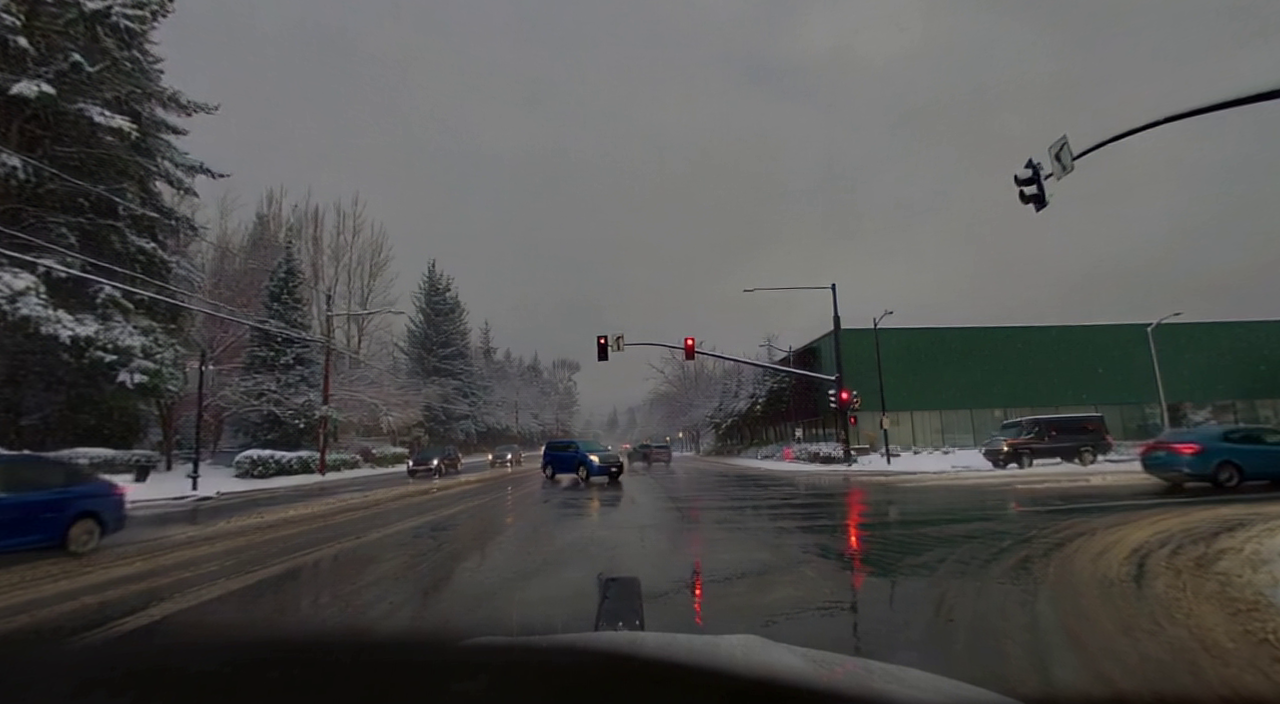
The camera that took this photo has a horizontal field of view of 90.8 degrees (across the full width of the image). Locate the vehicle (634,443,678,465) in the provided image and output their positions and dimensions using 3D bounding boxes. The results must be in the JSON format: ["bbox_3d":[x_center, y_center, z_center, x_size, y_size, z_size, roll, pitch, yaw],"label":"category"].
[{"bbox_3d":[1.013,7.074,44.105,1.919,1.453,4.828,2,-9,-13],"label":"vehicle"}]

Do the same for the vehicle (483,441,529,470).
[{"bbox_3d":[-8.611,6.693,41.081,2.087,1.718,4.700,0,-9,-2],"label":"vehicle"}]

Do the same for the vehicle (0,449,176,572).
[{"bbox_3d":[-8.701,2.000,8.174,2.024,1.460,4.381,0,-9,0],"label":"vehicle"}]

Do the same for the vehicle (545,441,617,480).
[{"bbox_3d":[-2.564,4.476,26.391,1.935,1.464,4.562,3,-9,-19],"label":"vehicle"}]

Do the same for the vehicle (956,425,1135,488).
[{"bbox_3d":[14.819,3.784,23.129,5.910,2.046,2.228,3,-9,-20],"label":"vehicle"}]

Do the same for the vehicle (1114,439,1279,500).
[{"bbox_3d":[14.669,2.893,15.730,4.228,1.416,1.846,0,-9,-1],"label":"vehicle"}]

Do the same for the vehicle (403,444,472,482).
[{"bbox_3d":[-8.635,4.744,27.357,1.779,1.460,4.463,0,-9,-4],"label":"vehicle"}]
